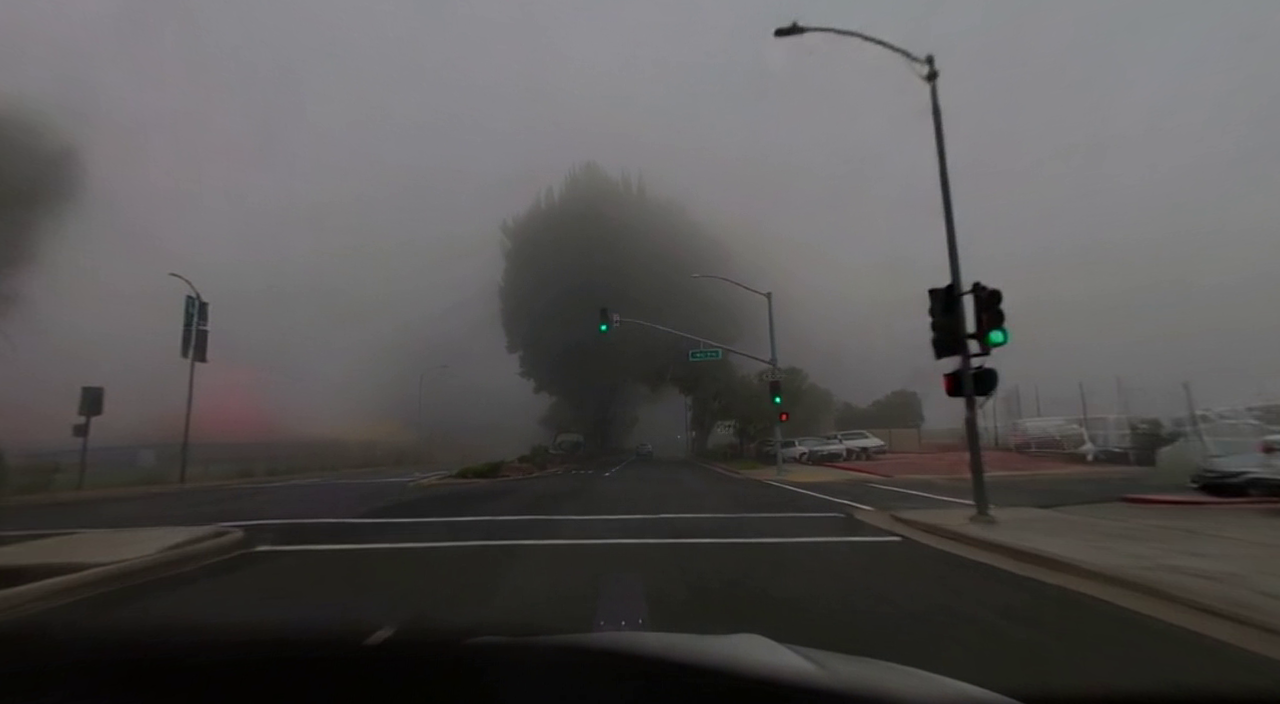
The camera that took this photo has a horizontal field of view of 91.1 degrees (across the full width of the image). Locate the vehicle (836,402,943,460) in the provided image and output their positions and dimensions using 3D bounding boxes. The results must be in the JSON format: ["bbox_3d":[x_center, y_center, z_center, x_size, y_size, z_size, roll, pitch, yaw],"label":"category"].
[{"bbox_3d":[16.161,5.362,41.758,2.814,3.328,10.467,0,-8,0],"label":"vehicle"}]

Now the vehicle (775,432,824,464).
[{"bbox_3d":[9.825,5.986,38.922,1.655,1.820,3.969,0,-10,-5],"label":"vehicle"}]

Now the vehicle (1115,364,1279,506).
[{"bbox_3d":[11.117,1.464,10.769,4.422,2.157,1.906,2,-9,-4],"label":"vehicle"}]

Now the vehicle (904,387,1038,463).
[{"bbox_3d":[15.885,3.716,31.001,3.161,3.209,7.934,-1,-8,8],"label":"vehicle"}]
